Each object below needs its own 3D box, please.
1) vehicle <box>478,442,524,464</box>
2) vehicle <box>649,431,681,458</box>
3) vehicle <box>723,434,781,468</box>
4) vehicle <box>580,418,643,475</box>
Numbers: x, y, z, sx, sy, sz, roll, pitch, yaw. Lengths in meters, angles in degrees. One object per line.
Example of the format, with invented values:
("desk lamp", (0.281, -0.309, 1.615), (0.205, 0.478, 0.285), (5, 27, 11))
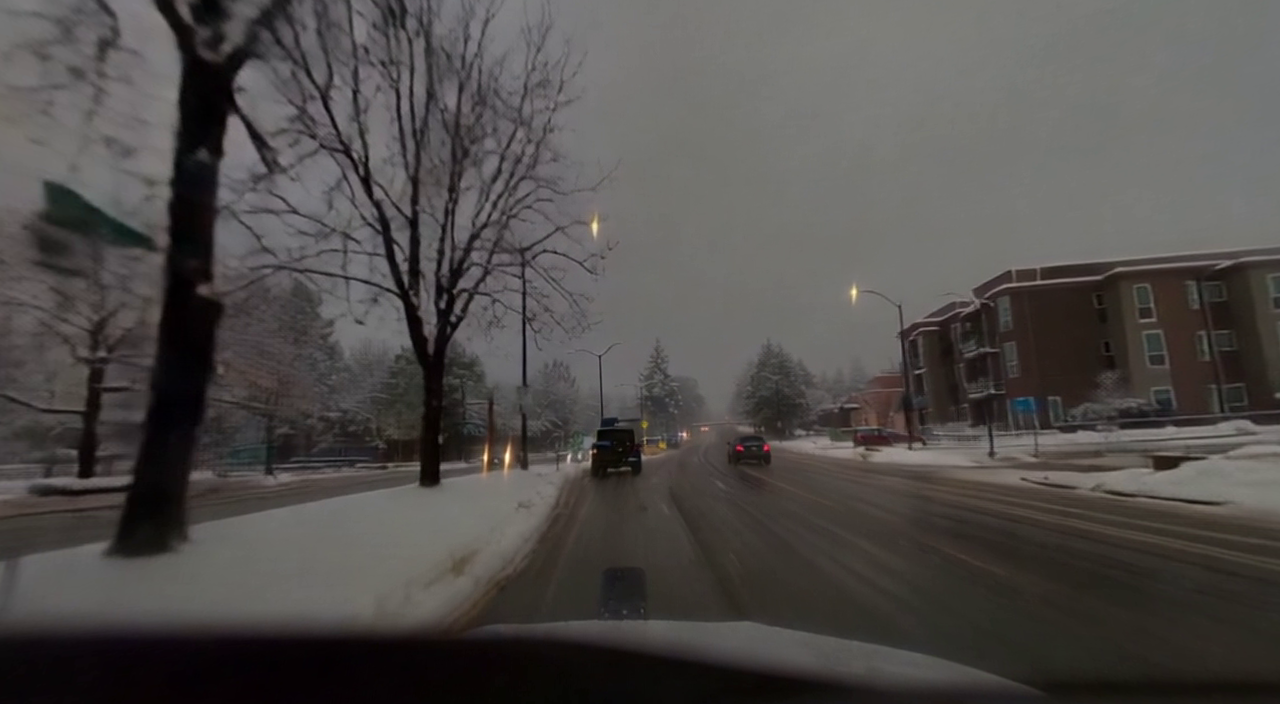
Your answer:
("vehicle", (-10.022, 7.325, 45.824), (1.965, 1.486, 4.494), (-1, -8, 4))
("vehicle", (1.894, 6.793, 46.341), (2.222, 1.841, 4.031), (-1, -8, 4))
("vehicle", (5.237, 4.710, 30.147), (2.075, 1.486, 4.316), (0, -8, 1))
("vehicle", (-1.175, 3.975, 26.571), (2.396, 2.143, 4.824), (0, -8, -2))
